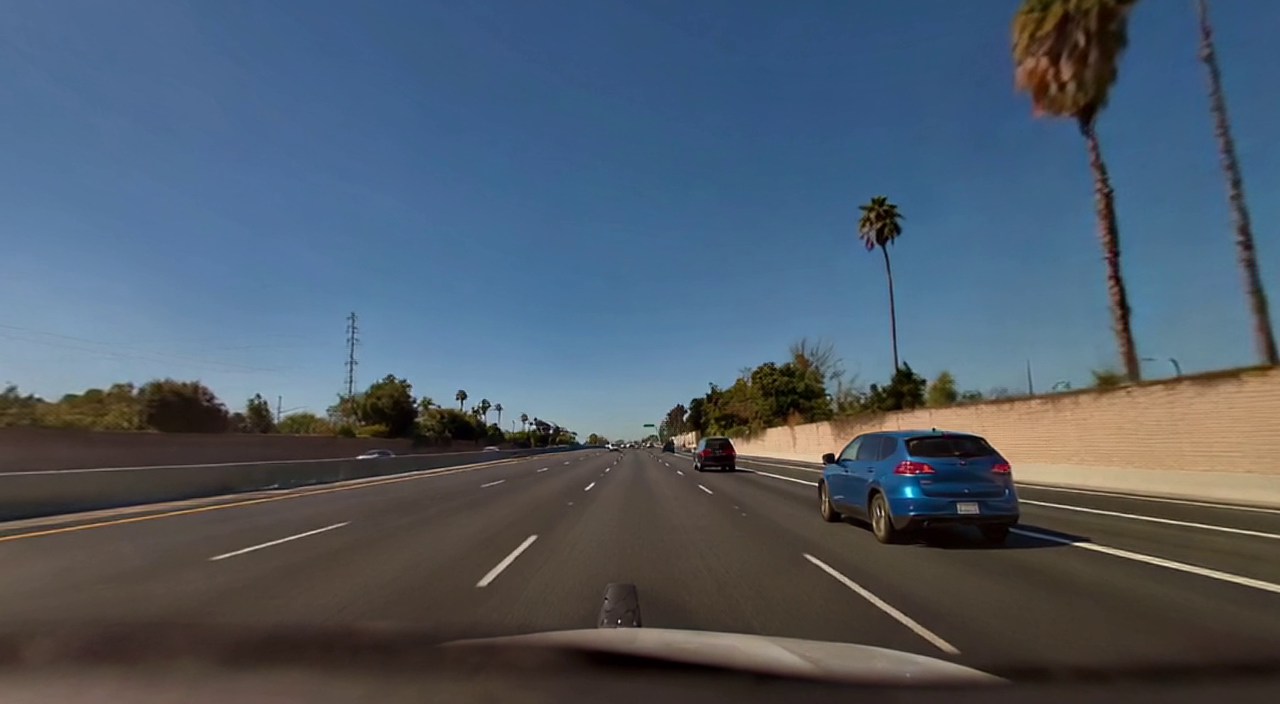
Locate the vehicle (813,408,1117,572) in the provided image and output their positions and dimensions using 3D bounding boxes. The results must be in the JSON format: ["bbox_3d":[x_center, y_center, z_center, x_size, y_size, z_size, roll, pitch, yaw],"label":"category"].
[{"bbox_3d":[3.982,1.759,8.775,1.910,1.696,4.187,0,-9,-1],"label":"vehicle"}]

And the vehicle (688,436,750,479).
[{"bbox_3d":[3.343,4.576,27.657,2.045,1.688,4.313,0,-9,-1],"label":"vehicle"}]
